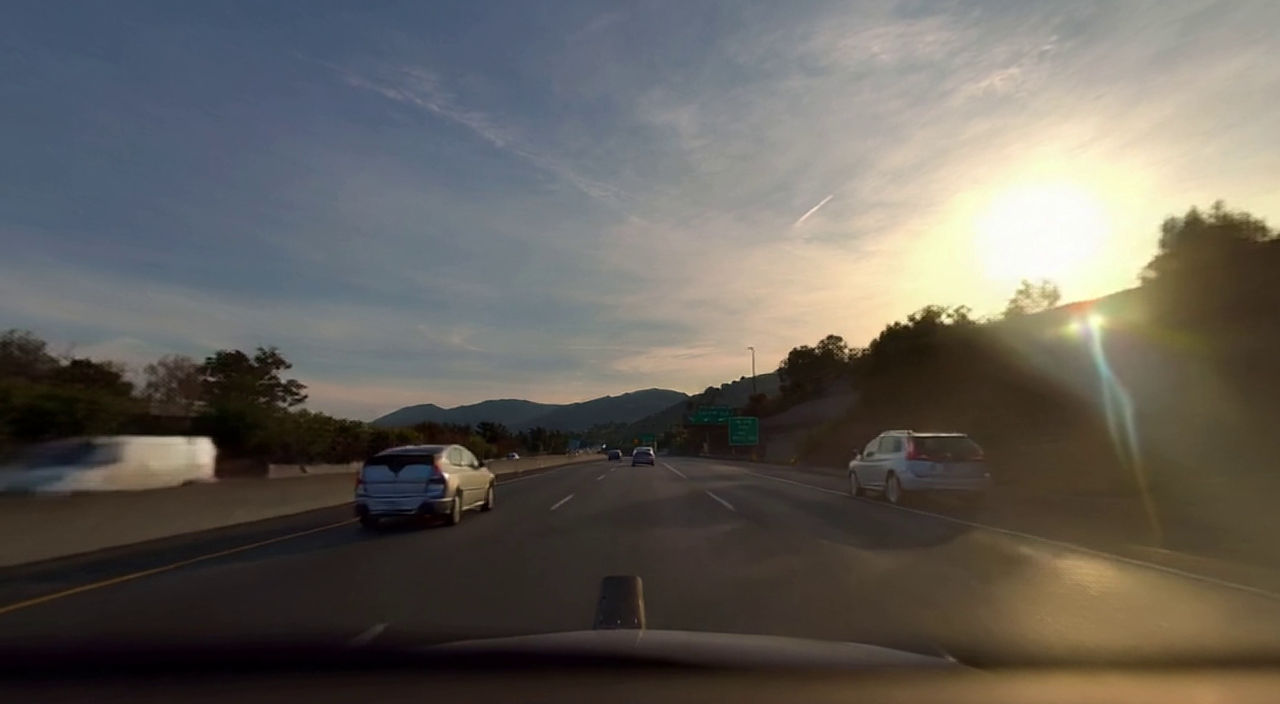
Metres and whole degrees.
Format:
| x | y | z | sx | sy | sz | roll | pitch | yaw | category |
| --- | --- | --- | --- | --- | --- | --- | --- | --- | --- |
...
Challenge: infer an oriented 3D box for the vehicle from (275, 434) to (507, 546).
| x | y | z | sx | sy | sz | roll | pitch | yaw | category |
| --- | --- | --- | --- | --- | --- | --- | --- | --- | --- |
| -4.110 | 2.325 | 11.305 | 2.084 | 1.594 | 4.219 | -1 | -8 | 6 | vehicle |

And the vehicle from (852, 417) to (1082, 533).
| x | y | z | sx | sy | sz | roll | pitch | yaw | category |
| --- | --- | --- | --- | --- | --- | --- | --- | --- | --- |
| 5.484 | 2.118 | 11.312 | 2.143 | 1.667 | 4.221 | -1 | -9 | 5 | vehicle |

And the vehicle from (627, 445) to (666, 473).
| x | y | z | sx | sy | sz | roll | pitch | yaw | category |
| --- | --- | --- | --- | --- | --- | --- | --- | --- | --- |
| 0.442 | 6.505 | 38.488 | 1.969 | 1.595 | 3.964 | -1 | -8 | 6 | vehicle |
